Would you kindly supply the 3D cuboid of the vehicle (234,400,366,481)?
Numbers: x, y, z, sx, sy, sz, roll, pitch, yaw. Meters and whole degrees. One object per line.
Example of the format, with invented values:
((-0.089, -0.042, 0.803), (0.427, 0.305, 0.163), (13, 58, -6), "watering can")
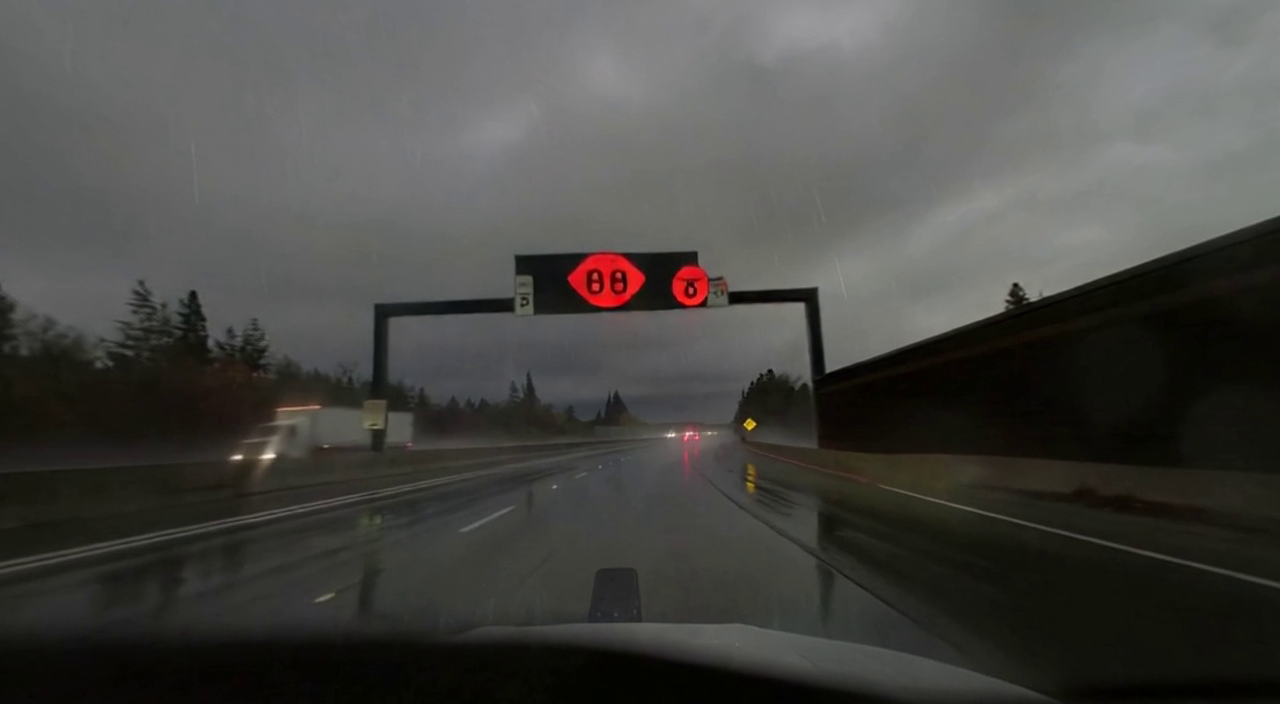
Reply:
((-17.214, 4.569, 32.475), (3.120, 3.715, 6.168), (-1, -8, 2), "vehicle")
